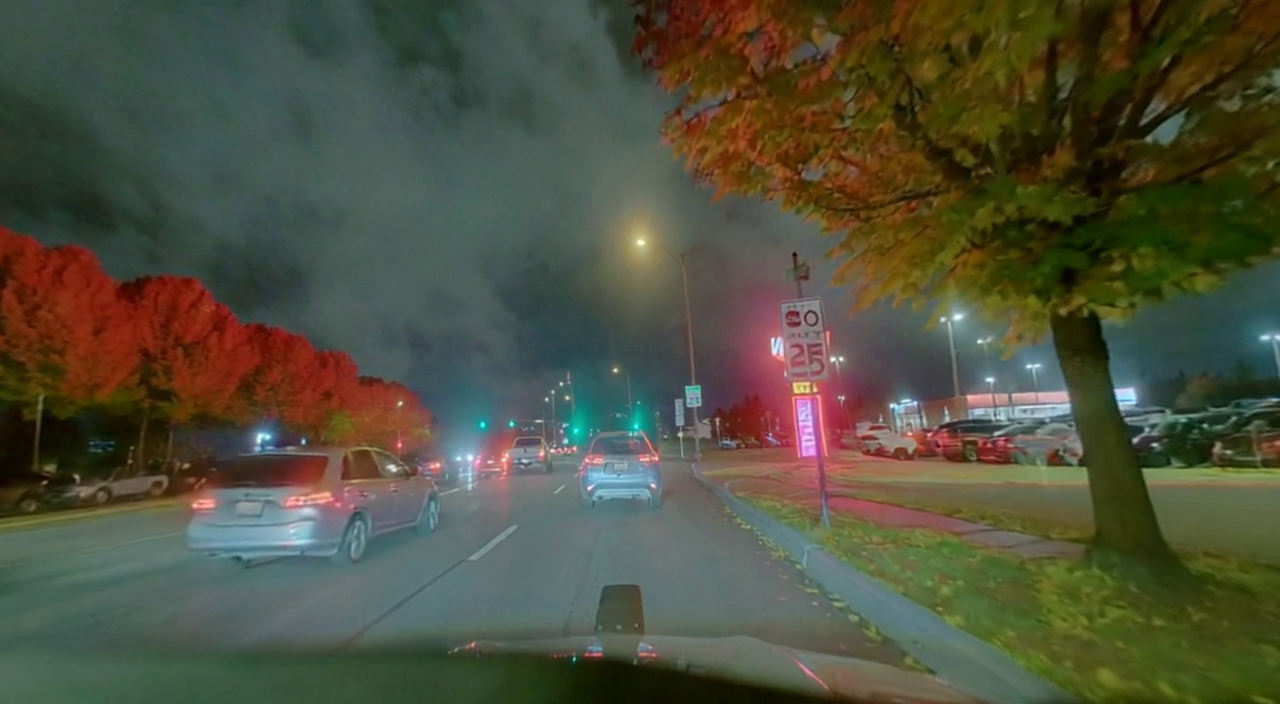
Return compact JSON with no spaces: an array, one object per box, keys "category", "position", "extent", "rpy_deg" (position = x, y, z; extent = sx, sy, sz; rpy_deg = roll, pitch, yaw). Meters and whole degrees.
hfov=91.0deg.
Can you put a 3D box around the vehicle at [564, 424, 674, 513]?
[{"category":"vehicle","position":[-0.484,2.589,14.367],"extent":[2.144,1.704,4.028],"rpy_deg":[1,-9,-2]}]

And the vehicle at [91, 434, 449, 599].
[{"category":"vehicle","position":[-4.274,1.942,8.425],"extent":[1.974,1.549,4.603],"rpy_deg":[1,-9,0]}]

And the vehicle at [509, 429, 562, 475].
[{"category":"vehicle","position":[-5.011,4.880,30.819],"extent":[2.082,2.018,4.308],"rpy_deg":[1,-9,-4]}]

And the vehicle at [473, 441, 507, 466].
[{"category":"vehicle","position":[-11.082,7.522,46.778],"extent":[2.069,1.719,4.441],"rpy_deg":[2,-9,-9]}]
